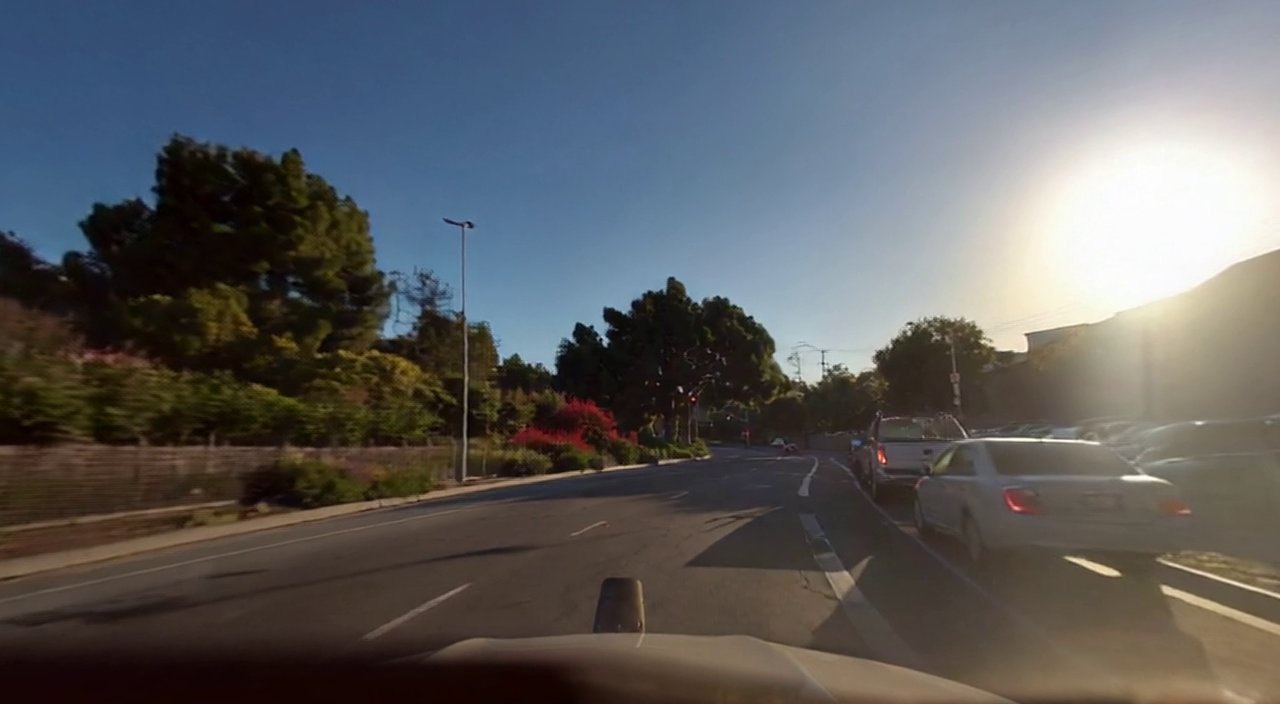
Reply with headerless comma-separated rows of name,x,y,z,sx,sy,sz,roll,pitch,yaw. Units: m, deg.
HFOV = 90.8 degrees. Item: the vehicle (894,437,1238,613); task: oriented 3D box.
vehicle,4.558,1.808,7.797,1.887,1.439,4.687,-2,-9,13
